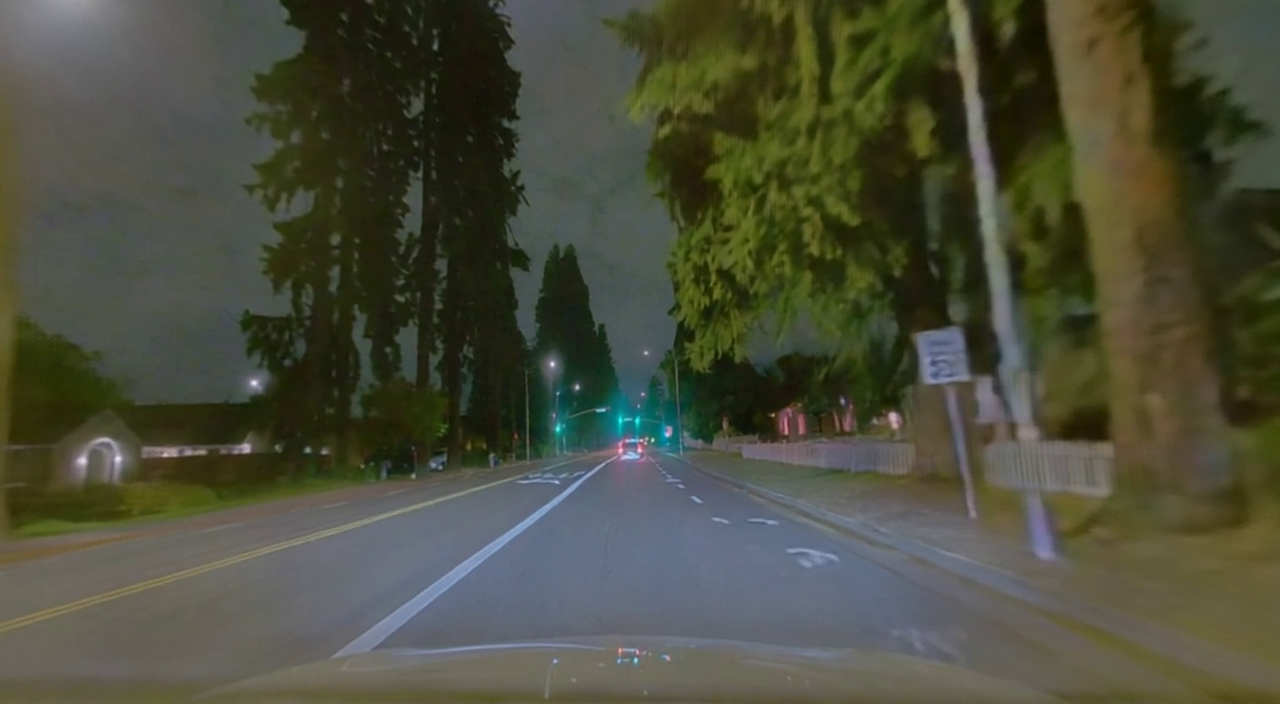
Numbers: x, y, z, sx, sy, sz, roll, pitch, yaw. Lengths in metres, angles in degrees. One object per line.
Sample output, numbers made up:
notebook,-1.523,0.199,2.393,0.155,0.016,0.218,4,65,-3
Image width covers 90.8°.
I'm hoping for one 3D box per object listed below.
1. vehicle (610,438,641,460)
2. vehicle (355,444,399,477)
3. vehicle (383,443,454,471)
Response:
vehicle,-1.074,6.972,45.629,2.104,1.500,3.815,0,-8,-2
vehicle,-17.024,6.957,41.082,2.378,1.922,5.801,2,-8,-21
vehicle,-16.395,7.784,46.886,2.043,1.803,4.631,-11,-13,36
